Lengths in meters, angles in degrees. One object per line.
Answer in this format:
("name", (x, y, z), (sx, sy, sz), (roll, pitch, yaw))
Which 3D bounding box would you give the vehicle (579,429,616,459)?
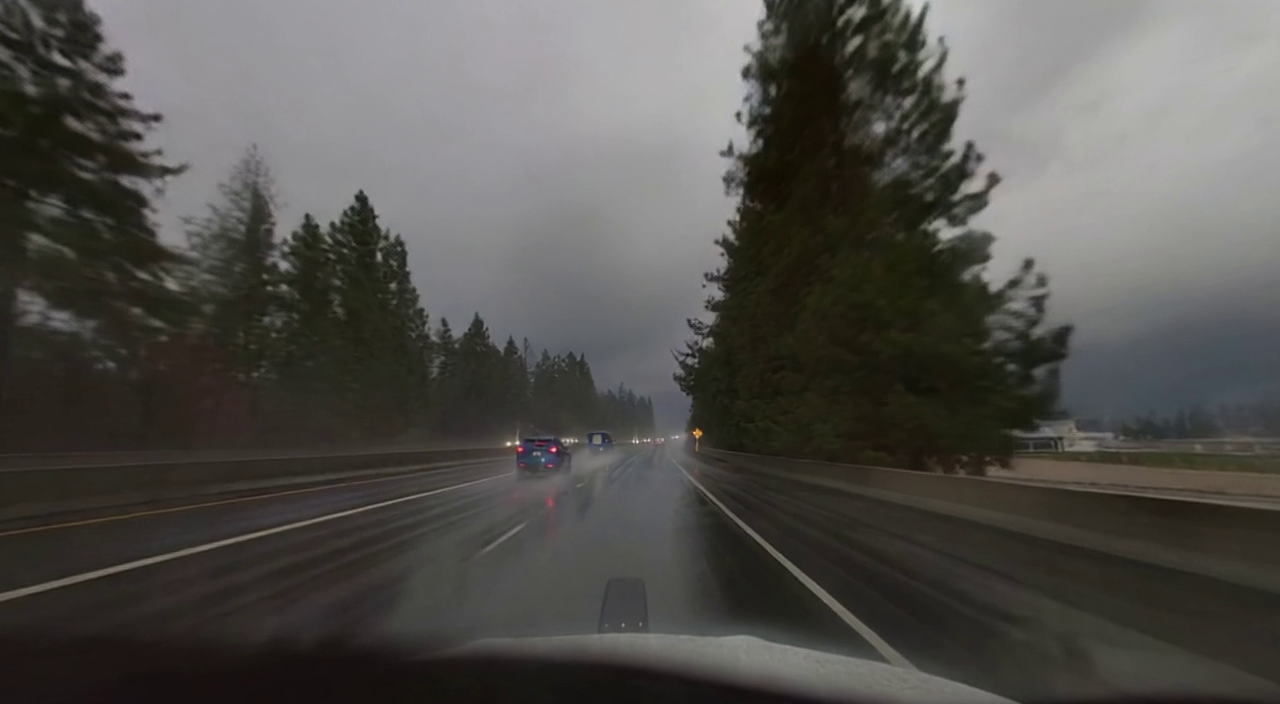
("vehicle", (-3.072, 6.850, 46.700), (2.241, 2.095, 4.985), (0, -8, 2))

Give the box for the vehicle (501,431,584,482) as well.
("vehicle", (-3.275, 3.618, 22.070), (2.053, 1.589, 4.671), (0, -8, 2))
